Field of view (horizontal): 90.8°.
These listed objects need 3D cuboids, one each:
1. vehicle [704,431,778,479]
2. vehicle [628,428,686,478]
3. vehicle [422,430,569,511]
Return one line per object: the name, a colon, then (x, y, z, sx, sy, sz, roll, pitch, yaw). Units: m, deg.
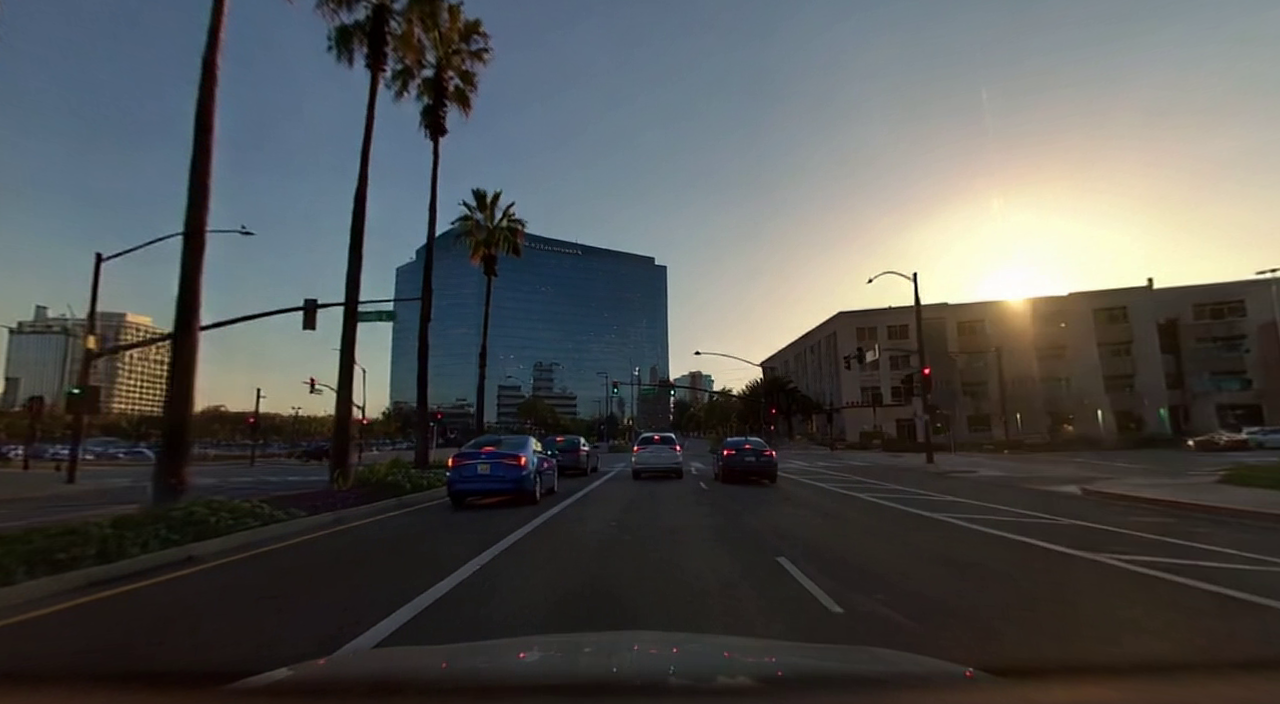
vehicle: (3.538, 3.694, 22.798, 1.936, 1.567, 3.896, 0, -9, -1)
vehicle: (0.644, 3.872, 24.453, 2.060, 1.730, 4.257, 0, -8, 1)
vehicle: (-2.943, 2.548, 14.050, 1.962, 1.480, 4.605, -1, -8, 3)
